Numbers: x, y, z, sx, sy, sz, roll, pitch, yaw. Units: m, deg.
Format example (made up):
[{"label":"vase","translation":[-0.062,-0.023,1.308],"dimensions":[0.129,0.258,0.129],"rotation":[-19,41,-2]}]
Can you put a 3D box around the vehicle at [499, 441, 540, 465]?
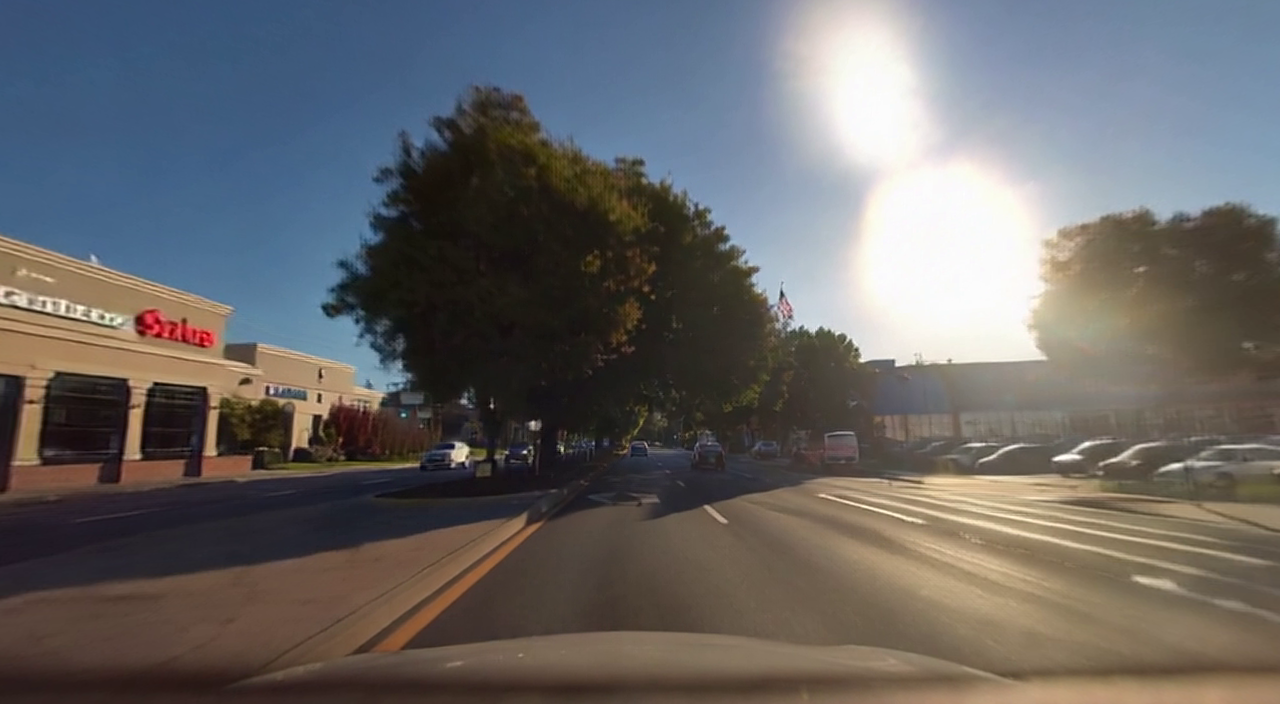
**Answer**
[{"label":"vehicle","translation":[-8.612,7.234,45.434],"dimensions":[2.023,1.579,4.526],"rotation":[0,-8,1]}]

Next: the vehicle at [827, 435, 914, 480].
[{"label":"vehicle","translation":[10.334,4.756,28.821],"dimensions":[2.045,1.831,5.000],"rotation":[0,-8,0]}]

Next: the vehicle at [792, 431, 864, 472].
[{"label":"vehicle","translation":[10.344,5.534,35.338],"dimensions":[2.154,2.099,5.756],"rotation":[0,-8,-1]}]

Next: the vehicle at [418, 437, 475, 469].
[{"label":"vehicle","translation":[-11.864,6.224,39.057],"dimensions":[2.040,1.823,4.600],"rotation":[0,-8,0]}]

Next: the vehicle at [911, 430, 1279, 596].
[{"label":"vehicle","translation":[5.876,1.827,8.275],"dimensions":[2.072,1.491,4.753],"rotation":[1,-8,-7]}]

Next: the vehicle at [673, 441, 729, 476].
[{"label":"vehicle","translation":[2.769,4.951,29.668],"dimensions":[2.099,1.463,4.365],"rotation":[0,-8,-1]}]
